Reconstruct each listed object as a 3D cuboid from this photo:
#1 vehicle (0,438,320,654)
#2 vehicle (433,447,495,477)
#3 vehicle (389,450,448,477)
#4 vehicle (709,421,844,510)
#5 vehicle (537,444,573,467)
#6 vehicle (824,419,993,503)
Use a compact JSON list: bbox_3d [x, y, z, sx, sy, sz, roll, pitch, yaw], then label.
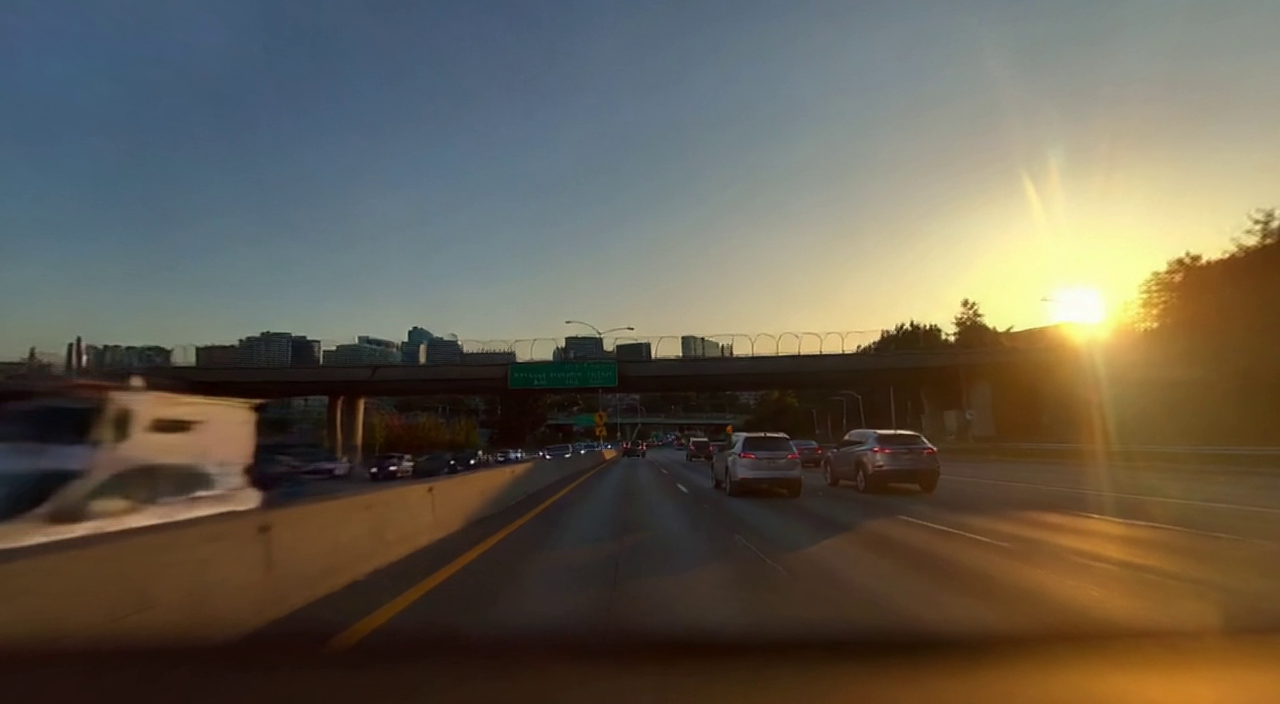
[{"bbox_3d":[-5.415,1.630,6.287,2.026,1.474,4.578,0,-9,0],"label":"vehicle"},{"bbox_3d":[-9.529,5.988,34.628,2.076,1.492,4.669,0,-9,0],"label":"vehicle"},{"bbox_3d":[-13.466,6.748,38.592,2.186,1.521,3.866,0,-9,0],"label":"vehicle"},{"bbox_3d":[2.883,2.526,14.457,2.059,1.711,4.302,0,-9,-1],"label":"vehicle"},{"bbox_3d":[-5.974,7.303,44.827,1.948,1.554,4.122,0,-9,0],"label":"vehicle"},{"bbox_3d":[6.546,2.727,16.192,2.040,1.801,4.959,0,-9,-1],"label":"vehicle"}]
